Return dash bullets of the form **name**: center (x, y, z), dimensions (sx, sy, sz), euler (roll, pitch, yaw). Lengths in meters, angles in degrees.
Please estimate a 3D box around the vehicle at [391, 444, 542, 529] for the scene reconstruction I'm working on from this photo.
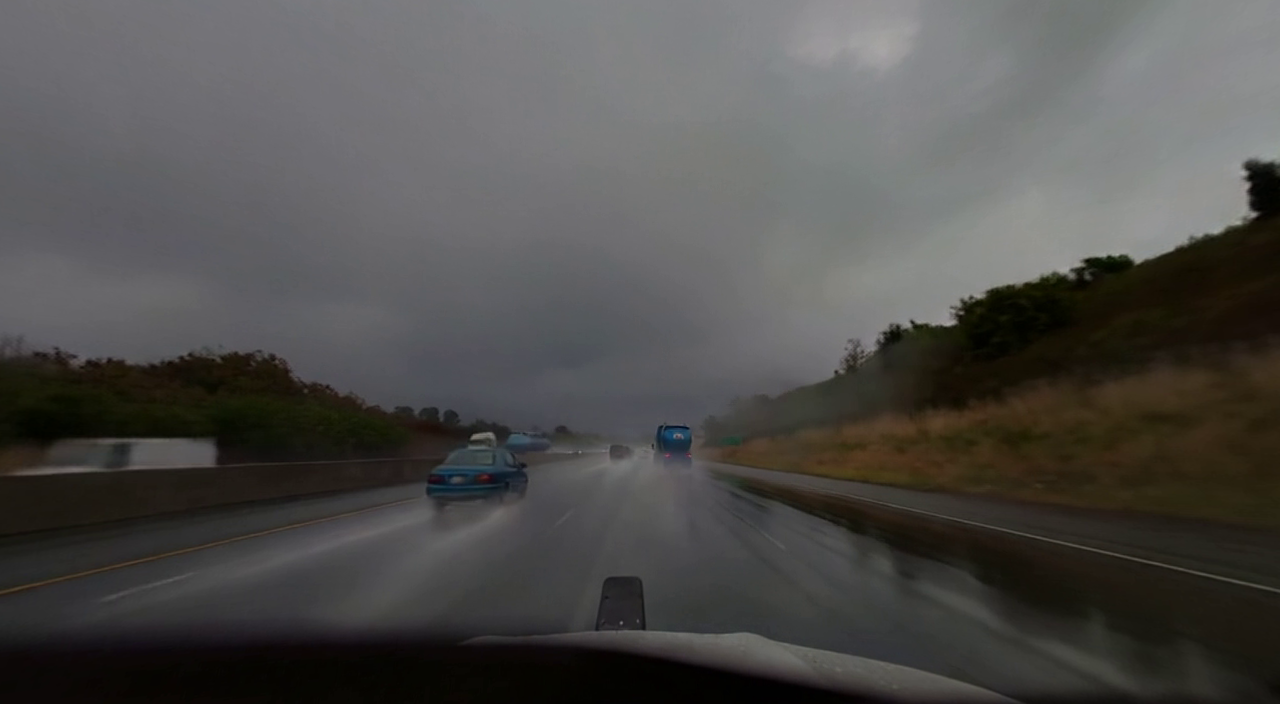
- **vehicle**: center (-3.428, 2.720, 13.326), dimensions (2.013, 1.498, 3.908), euler (-1, -9, 1)
